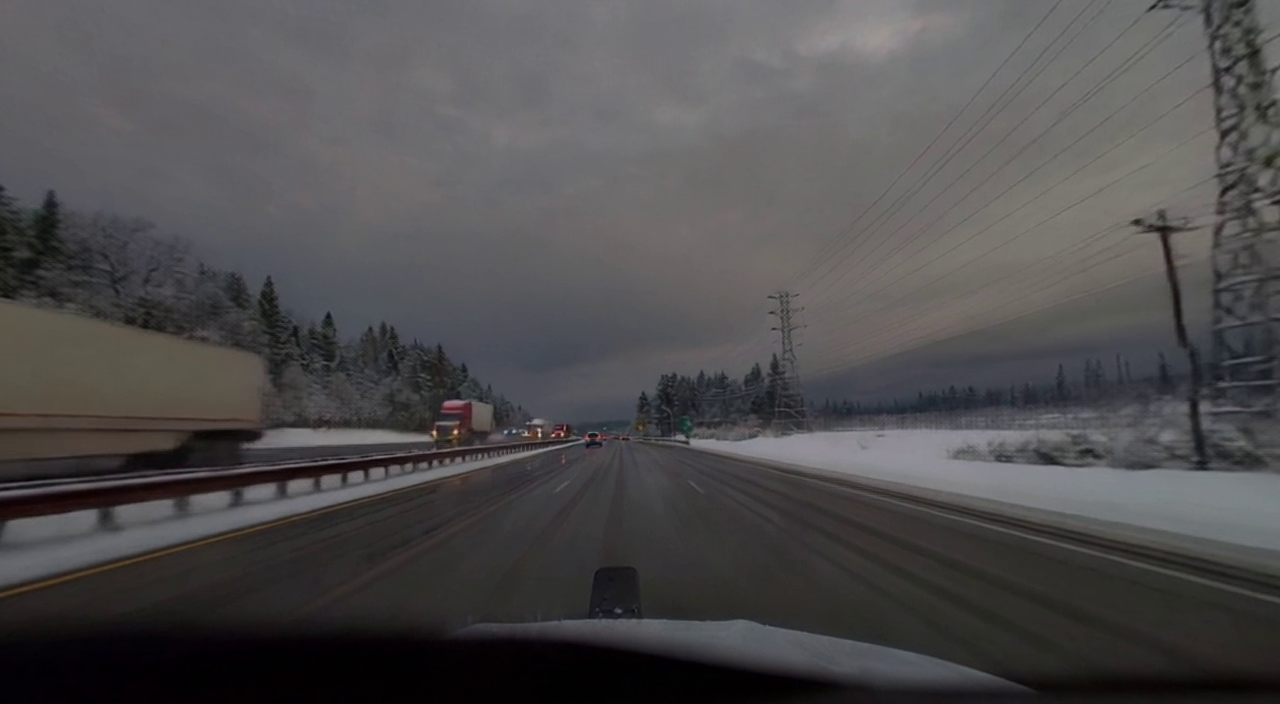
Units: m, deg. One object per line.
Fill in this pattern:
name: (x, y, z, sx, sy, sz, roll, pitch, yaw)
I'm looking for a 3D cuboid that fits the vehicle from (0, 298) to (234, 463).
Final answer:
vehicle: (-16.476, 0.929, 16.669, 2.828, 3.852, 13.292, 0, -8, -1)
